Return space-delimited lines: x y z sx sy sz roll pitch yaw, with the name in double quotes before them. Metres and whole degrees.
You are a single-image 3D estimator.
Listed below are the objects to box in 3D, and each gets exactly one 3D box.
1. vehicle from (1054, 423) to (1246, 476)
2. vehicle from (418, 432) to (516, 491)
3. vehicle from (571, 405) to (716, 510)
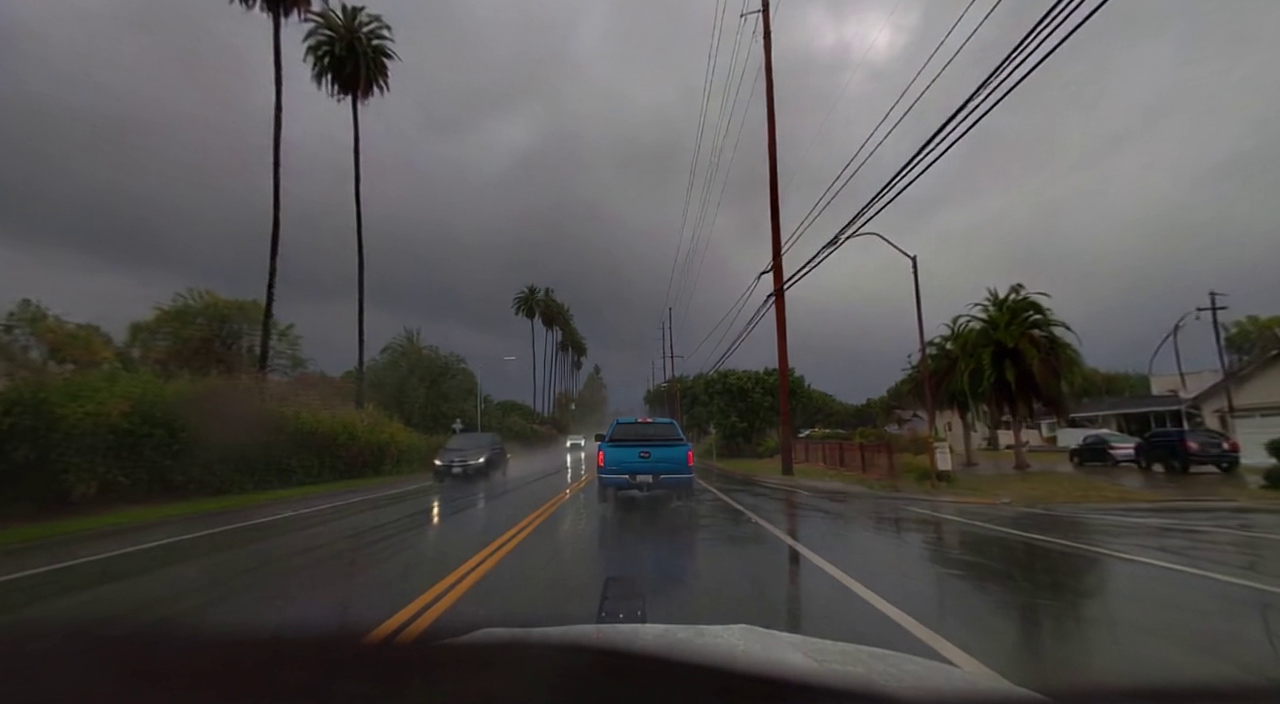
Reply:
"vehicle" 20.314 3.950 25.740 2.277 1.836 6.267 0 -9 -4
"vehicle" -5.499 3.527 20.717 2.140 1.706 4.229 0 -8 -2
"vehicle" -0.011 2.500 15.415 2.848 2.047 5.885 0 -8 -2
